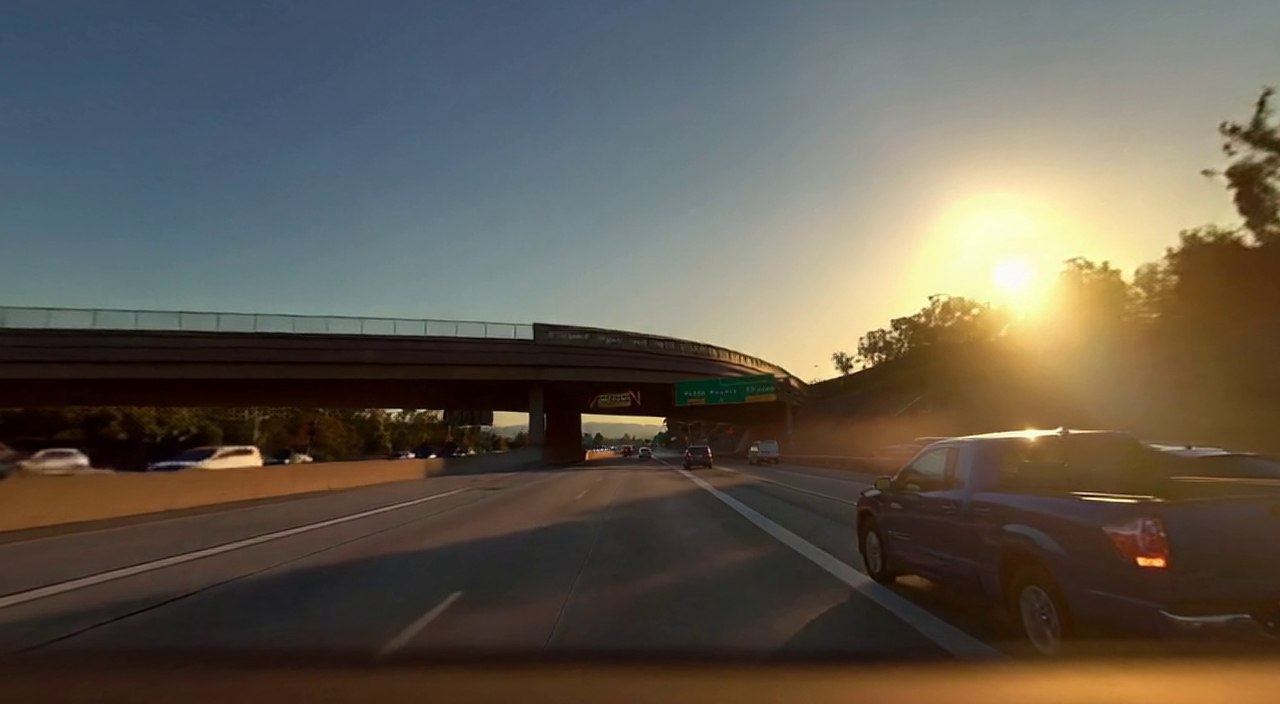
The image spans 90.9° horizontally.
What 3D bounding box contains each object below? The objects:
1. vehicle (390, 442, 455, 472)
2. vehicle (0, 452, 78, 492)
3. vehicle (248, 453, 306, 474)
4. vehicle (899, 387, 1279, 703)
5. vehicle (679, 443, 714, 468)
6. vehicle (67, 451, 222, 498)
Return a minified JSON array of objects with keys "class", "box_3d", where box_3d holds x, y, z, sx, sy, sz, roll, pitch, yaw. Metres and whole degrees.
[{"class":"vehicle","box_3d":[-14.791,7.170,43.273,2.231,1.879,5.996,0,-8,1]},{"class":"vehicle","box_3d":[-28.519,5.395,28.518,1.887,1.687,4.586,0,-8,2]},{"class":"vehicle","box_3d":[-27.323,8.375,47.574,1.851,1.474,4.367,0,-8,-1]},{"class":"vehicle","box_3d":[3.379,1.022,3.165,2.119,1.524,4.807,0,-8,0]},{"class":"vehicle","box_3d":[3.967,7.324,44.743,2.014,1.643,4.039,0,-8,-2]},{"class":"vehicle","box_3d":[-18.349,4.512,23.737,1.966,1.497,4.751,0,-8,0]}]
